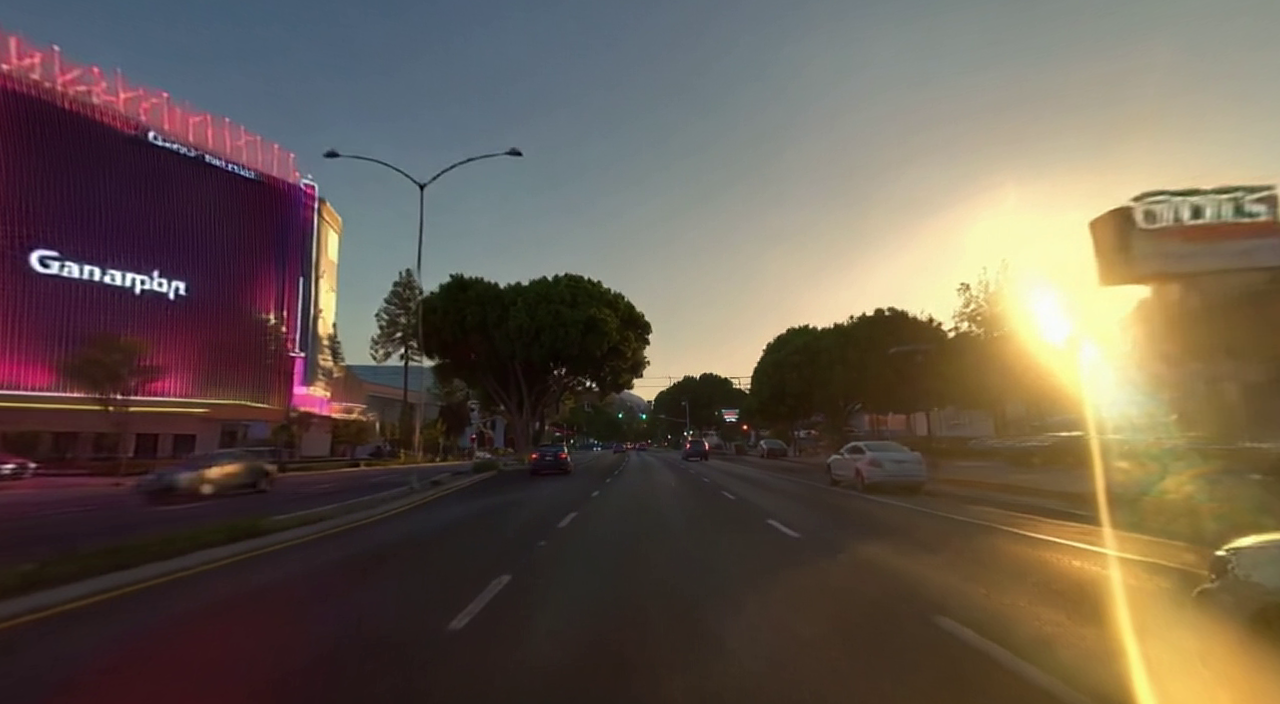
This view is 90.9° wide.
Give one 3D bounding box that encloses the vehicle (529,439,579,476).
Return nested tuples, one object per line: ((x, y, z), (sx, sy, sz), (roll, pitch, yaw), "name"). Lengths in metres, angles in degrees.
((-3.813, 4.706, 28.488), (1.917, 1.511, 4.436), (0, -8, -4), "vehicle")

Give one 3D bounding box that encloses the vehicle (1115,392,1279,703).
((3.450, 0.688, 0.930), (1.981, 1.499, 4.536), (0, -8, 1), "vehicle")

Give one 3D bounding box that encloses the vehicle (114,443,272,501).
((-14.558, 3.872, 20.918), (1.905, 1.687, 4.436), (0, -8, 1), "vehicle")

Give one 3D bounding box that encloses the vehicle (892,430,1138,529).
((7.111, 2.431, 12.688), (1.918, 1.598, 4.536), (0, -8, -4), "vehicle")

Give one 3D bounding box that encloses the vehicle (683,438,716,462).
((4.495, 7.479, 48.146), (2.007, 1.683, 4.171), (0, -8, -1), "vehicle")
